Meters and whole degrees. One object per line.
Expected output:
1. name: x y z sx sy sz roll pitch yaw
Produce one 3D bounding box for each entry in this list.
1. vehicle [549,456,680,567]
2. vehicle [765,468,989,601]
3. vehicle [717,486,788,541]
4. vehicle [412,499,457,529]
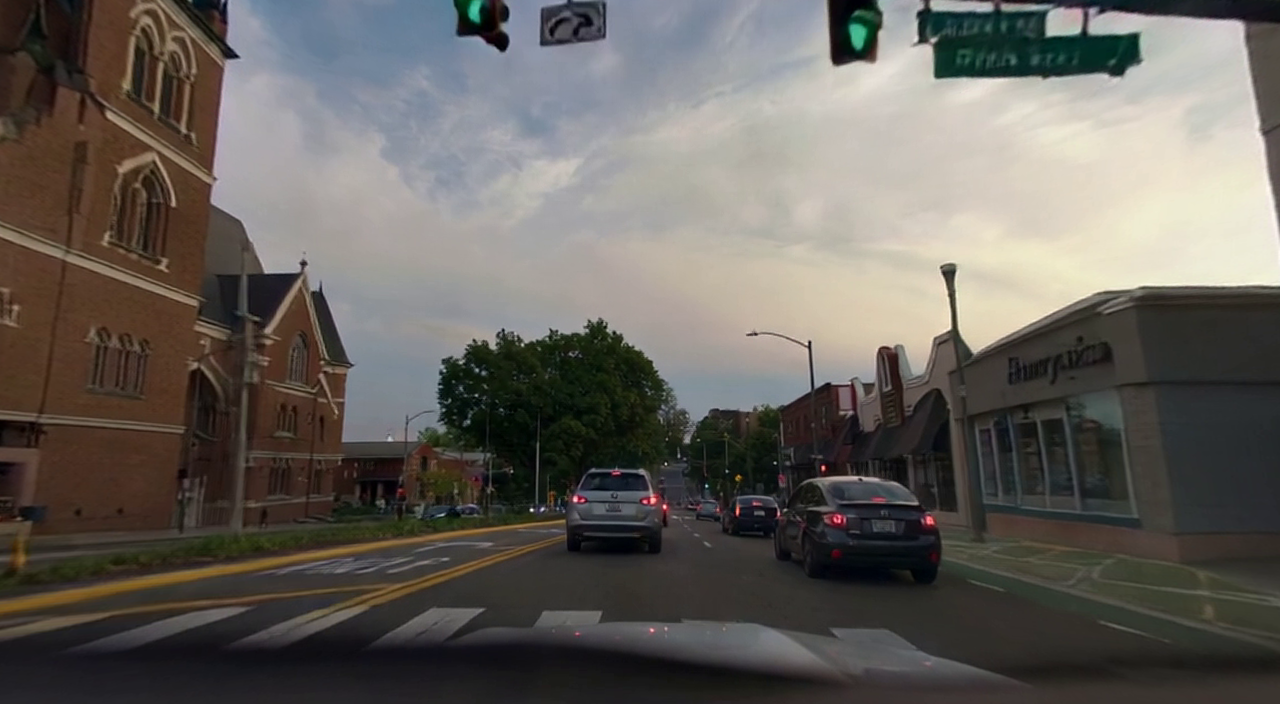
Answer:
1. vehicle: -0.408 3.004 12.654 2.168 1.776 4.135 0 -9 0
2. vehicle: 3.323 2.626 9.955 1.883 1.472 4.471 0 -9 1
3. vehicle: 3.879 5.642 22.423 1.890 1.491 4.166 0 -9 2
4. vehicle: -15.754 12.407 48.684 1.901 1.532 4.733 -1 -6 1
